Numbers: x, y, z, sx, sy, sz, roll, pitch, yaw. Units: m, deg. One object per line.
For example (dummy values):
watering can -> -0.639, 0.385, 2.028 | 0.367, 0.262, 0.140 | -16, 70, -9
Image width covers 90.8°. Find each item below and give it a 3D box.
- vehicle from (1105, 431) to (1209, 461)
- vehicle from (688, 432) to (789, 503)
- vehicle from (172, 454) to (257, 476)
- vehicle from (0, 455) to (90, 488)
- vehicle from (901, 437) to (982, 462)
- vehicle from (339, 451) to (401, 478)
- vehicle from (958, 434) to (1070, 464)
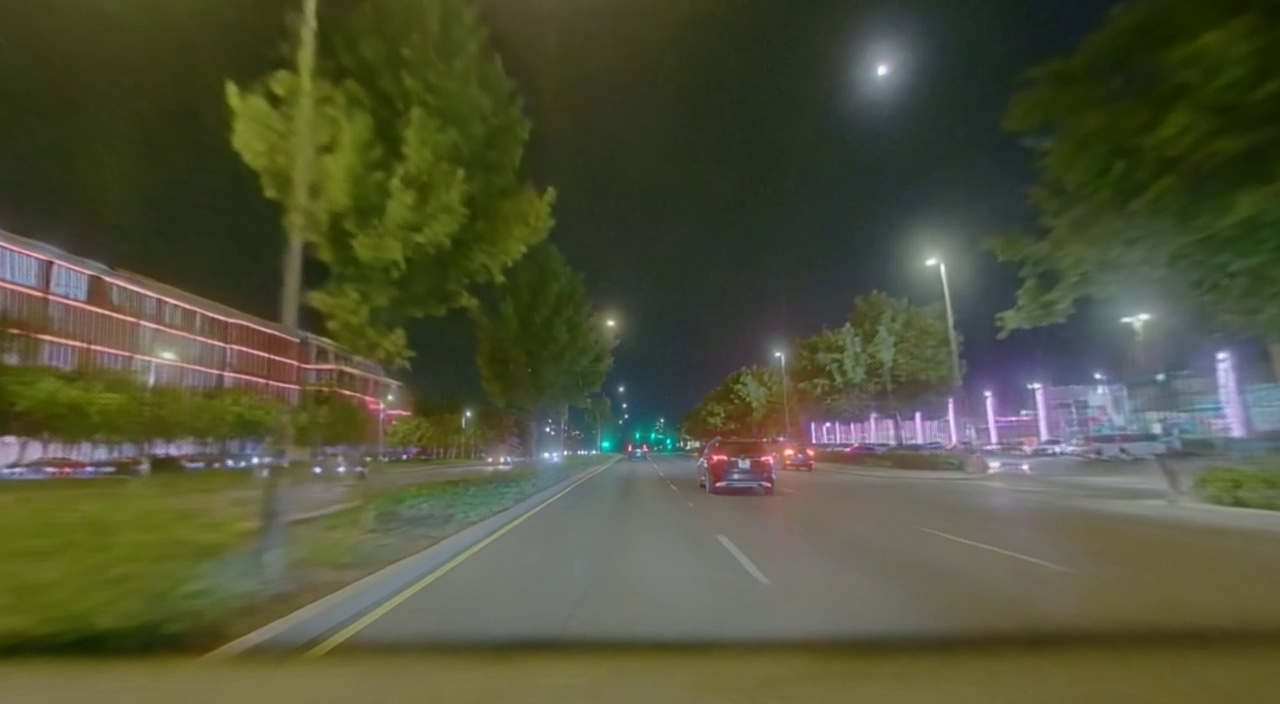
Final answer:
vehicle -> 32.585, 5.949, 39.904 | 4.671, 1.618, 1.998 | -2, -9, 1
vehicle -> 2.529, 3.082, 17.279 | 1.963, 1.677, 4.229 | 0, -9, -1
vehicle -> -29.406, 7.798, 43.765 | 4.340, 1.422, 1.976 | 1, -9, -5
vehicle -> -29.943, 5.762, 30.587 | 4.671, 1.472, 2.076 | 0, -9, 2
vehicle -> 19.597, 6.373, 41.166 | 4.227, 1.567, 2.034 | 0, -9, 1
vehicle -> -16.528, 6.891, 38.917 | 1.927, 1.492, 4.347 | 0, -9, 0
vehicle -> 19.578, 5.120, 33.211 | 4.584, 1.503, 1.942 | 0, -9, 1
